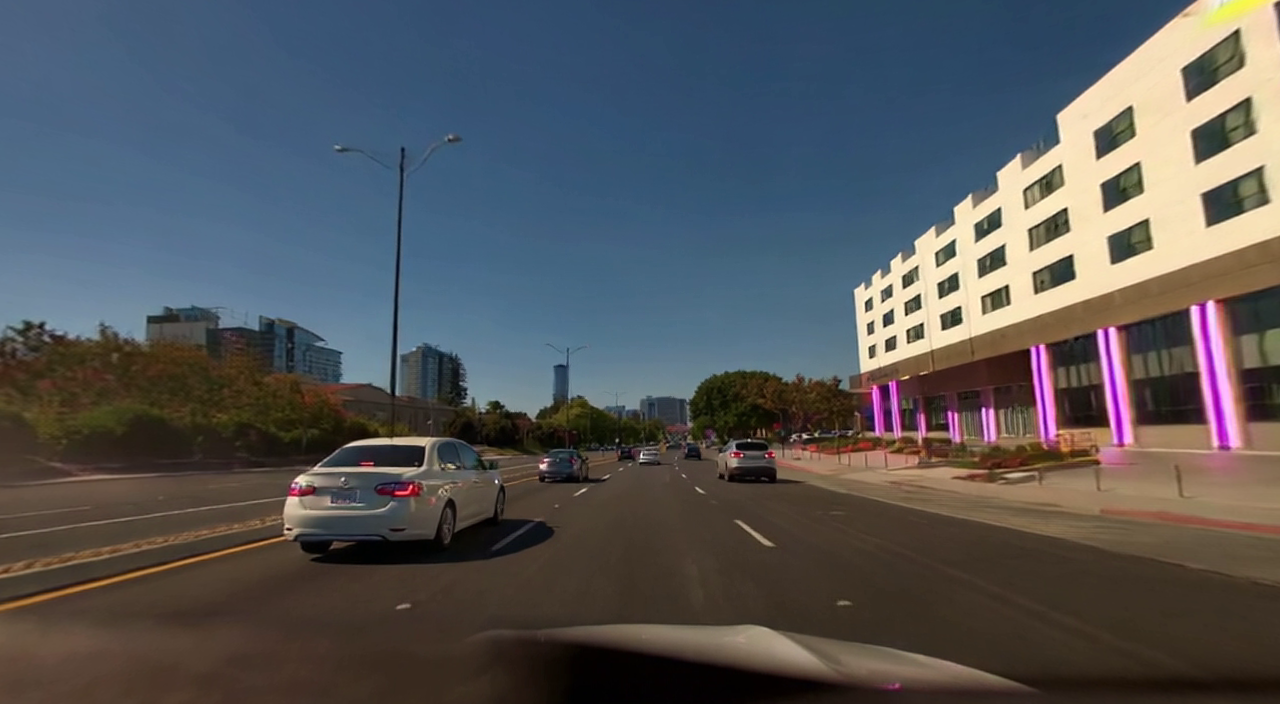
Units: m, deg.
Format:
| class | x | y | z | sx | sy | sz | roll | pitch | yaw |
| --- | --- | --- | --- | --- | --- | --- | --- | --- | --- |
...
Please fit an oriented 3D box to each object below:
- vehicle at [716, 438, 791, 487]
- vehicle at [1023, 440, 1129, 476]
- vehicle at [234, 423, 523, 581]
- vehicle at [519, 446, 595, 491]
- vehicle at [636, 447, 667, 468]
| class | x | y | z | sx | sy | sz | roll | pitch | yaw |
| --- | --- | --- | --- | --- | --- | --- | --- | --- | --- |
| vehicle | 4.296 | 4.255 | 24.493 | 2.103 | 1.699 | 4.171 | 0 | -9 | 0 |
| vehicle | 18.041 | 4.383 | 26.133 | 3.368 | 1.389 | 1.595 | 2 | -9 | -11 |
| vehicle | -3.069 | 1.867 | 8.676 | 2.118 | 1.568 | 4.436 | 0 | -9 | -1 |
| vehicle | -2.894 | 4.158 | 22.934 | 1.980 | 1.454 | 4.226 | -1 | -9 | 3 |
| vehicle | 0.887 | 7.778 | 46.575 | 2.164 | 1.477 | 3.988 | -1 | -9 | 2 |
